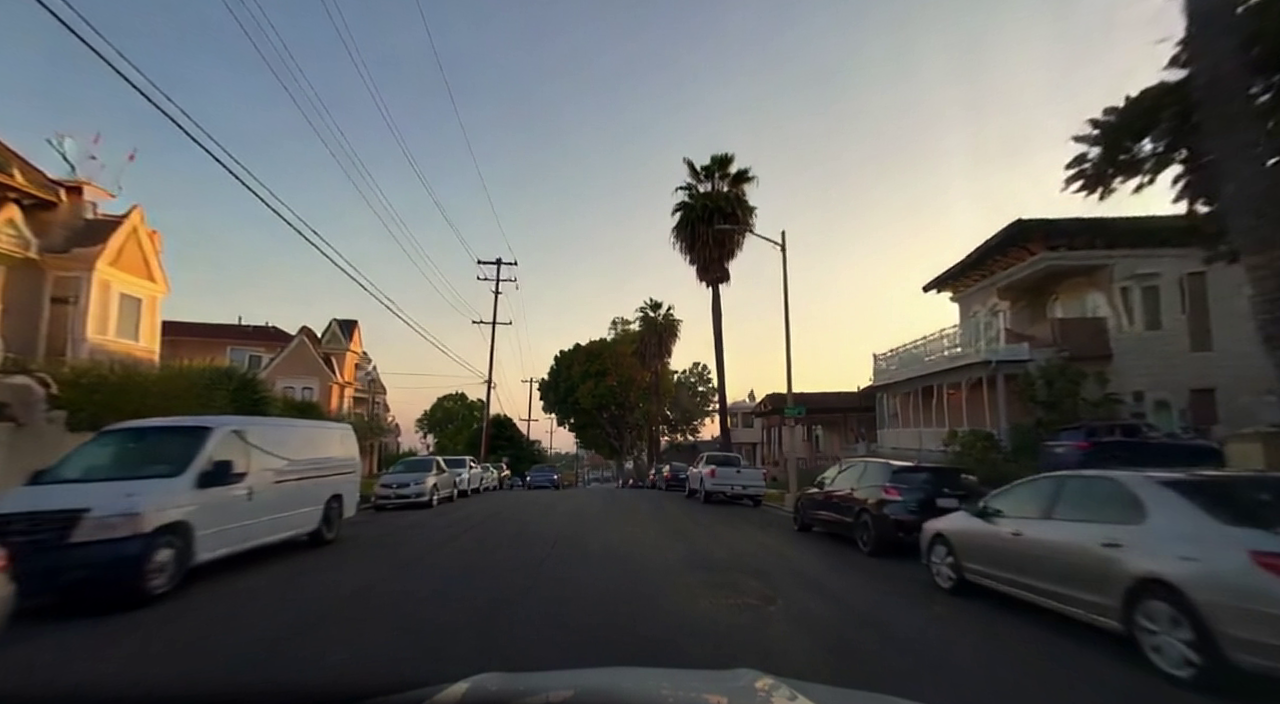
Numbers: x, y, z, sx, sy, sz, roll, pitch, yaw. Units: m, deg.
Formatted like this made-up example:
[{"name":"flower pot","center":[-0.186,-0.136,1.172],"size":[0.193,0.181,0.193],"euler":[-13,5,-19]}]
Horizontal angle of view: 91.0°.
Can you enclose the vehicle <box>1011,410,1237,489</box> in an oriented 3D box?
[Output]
[{"name":"vehicle","center":[11.542,2.312,15.230],"size":[3.916,1.728,1.982],"euler":[1,-6,-4]}]

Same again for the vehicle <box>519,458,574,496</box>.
[{"name":"vehicle","center":[-4.196,5.697,28.972],"size":[2.060,1.483,4.574],"euler":[0,-9,-3]}]

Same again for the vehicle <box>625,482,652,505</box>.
[{"name":"vehicle","center":[-0.180,11.055,49.230],"size":[1.756,1.455,3.965],"euler":[0,-9,-5]}]

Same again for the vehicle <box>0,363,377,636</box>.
[{"name":"vehicle","center":[-5.372,1.558,7.755],"size":[2.348,2.144,5.481],"euler":[0,-9,-6]}]

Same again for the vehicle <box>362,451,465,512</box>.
[{"name":"vehicle","center":[-6.485,3.714,18.599],"size":[1.889,1.499,4.468],"euler":[1,-9,-7]}]

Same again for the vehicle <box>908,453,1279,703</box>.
[{"name":"vehicle","center":[4.209,1.534,4.775],"size":[2.043,1.461,4.504],"euler":[0,-9,-5]}]

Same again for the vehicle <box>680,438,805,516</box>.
[{"name":"vehicle","center":[2.893,3.726,19.526],"size":[2.358,2.008,5.957],"euler":[0,-9,-5]}]
